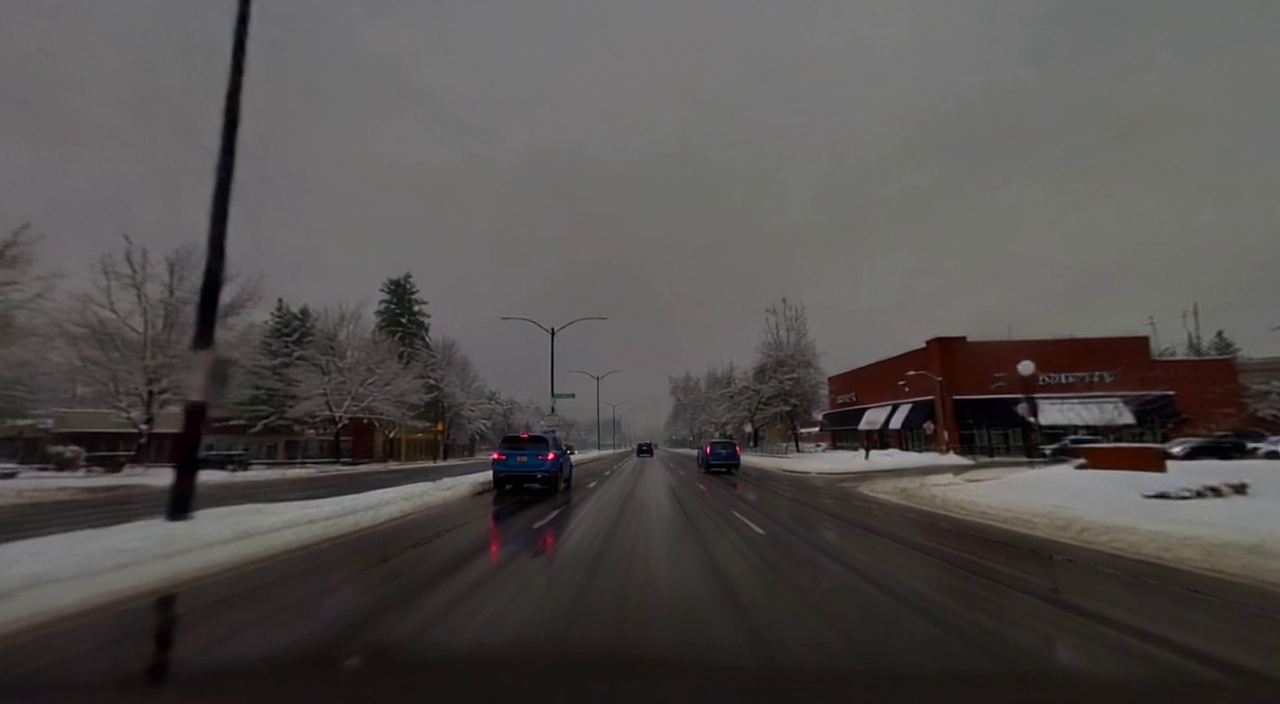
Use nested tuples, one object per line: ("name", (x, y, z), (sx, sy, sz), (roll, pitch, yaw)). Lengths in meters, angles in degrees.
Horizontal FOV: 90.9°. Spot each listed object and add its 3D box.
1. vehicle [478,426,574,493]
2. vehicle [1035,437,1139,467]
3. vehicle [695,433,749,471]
("vehicle", (-3.377, 3.286, 19.588), (2.047, 1.810, 4.414), (0, -8, 1))
("vehicle", (30.197, 6.772, 42.848), (2.274, 1.901, 5.570), (2, -9, -11))
("vehicle", (4.106, 5.101, 32.260), (2.083, 1.779, 4.347), (0, -8, -1))
